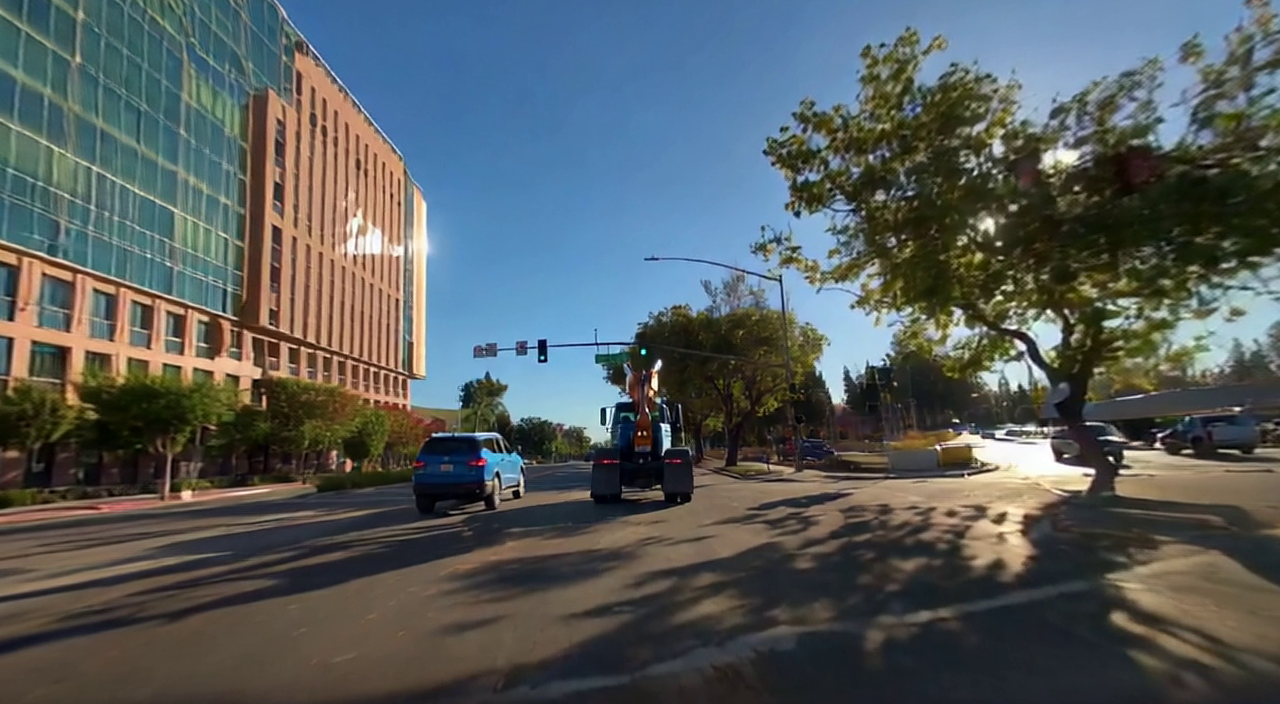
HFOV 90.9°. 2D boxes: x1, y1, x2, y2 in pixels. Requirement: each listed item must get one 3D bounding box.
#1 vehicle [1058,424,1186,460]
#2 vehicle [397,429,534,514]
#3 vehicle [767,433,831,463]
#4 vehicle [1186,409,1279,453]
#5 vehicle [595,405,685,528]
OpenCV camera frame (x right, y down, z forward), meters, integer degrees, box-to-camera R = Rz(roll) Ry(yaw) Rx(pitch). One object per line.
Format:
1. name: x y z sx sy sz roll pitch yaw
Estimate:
1. vehicle: 20.932 3.979 27.626 1.767 1.440 4.261 1 -9 -10
2. vehicle: -3.915 2.764 15.002 2.081 1.688 4.235 0 -9 -1
3. vehicle: 10.272 6.271 41.233 2.186 1.783 4.716 0 -9 -10
4. vehicle: 28.259 3.608 28.845 4.772 1.868 2.053 0 -9 -6
5. vehicle: -0.056 4.103 23.728 2.552 3.461 11.044 -1 -9 0
